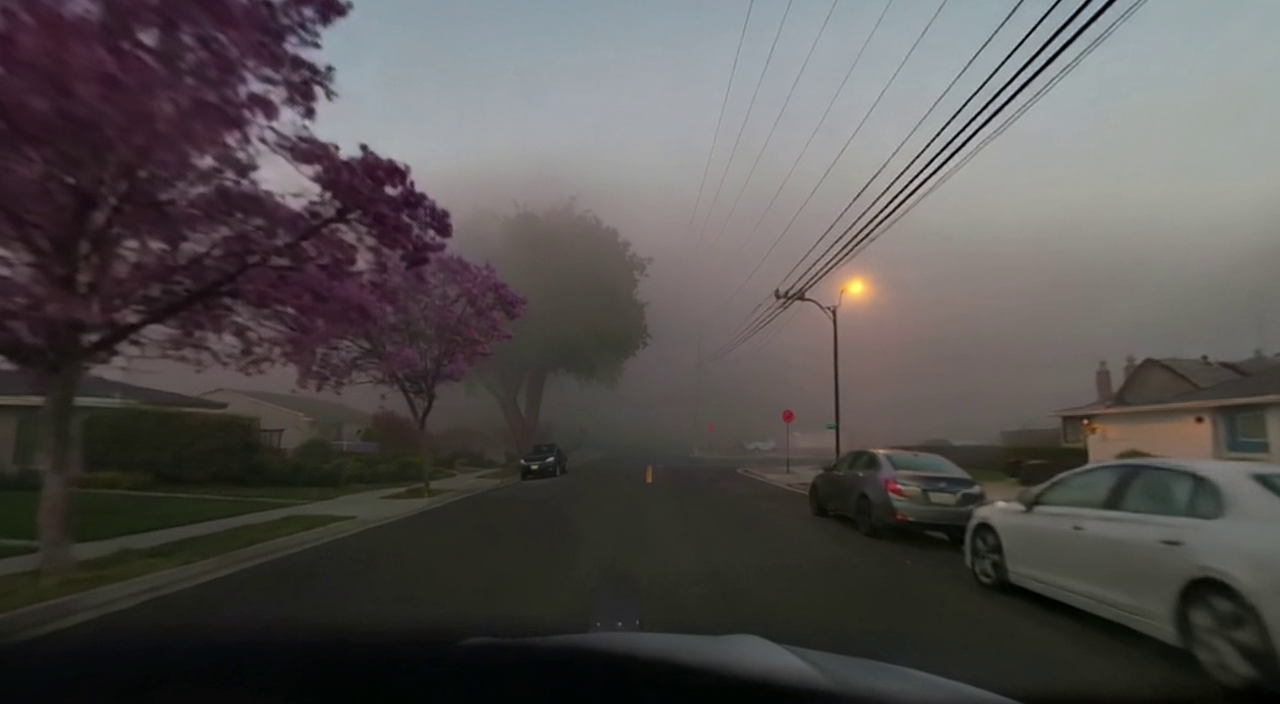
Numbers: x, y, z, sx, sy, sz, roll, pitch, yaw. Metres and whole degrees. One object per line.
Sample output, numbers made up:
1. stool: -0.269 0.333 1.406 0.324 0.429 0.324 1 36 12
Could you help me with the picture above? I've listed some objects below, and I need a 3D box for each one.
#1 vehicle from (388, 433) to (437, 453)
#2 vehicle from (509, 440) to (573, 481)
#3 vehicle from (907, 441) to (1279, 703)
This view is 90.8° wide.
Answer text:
1. vehicle: -18.015 7.162 49.904 1.870 1.492 4.472 8 -11 -43
2. vehicle: -4.207 4.653 27.475 1.938 1.508 4.481 0 -7 1
3. vehicle: 4.235 1.462 5.036 2.006 1.489 4.753 0 -8 -2
